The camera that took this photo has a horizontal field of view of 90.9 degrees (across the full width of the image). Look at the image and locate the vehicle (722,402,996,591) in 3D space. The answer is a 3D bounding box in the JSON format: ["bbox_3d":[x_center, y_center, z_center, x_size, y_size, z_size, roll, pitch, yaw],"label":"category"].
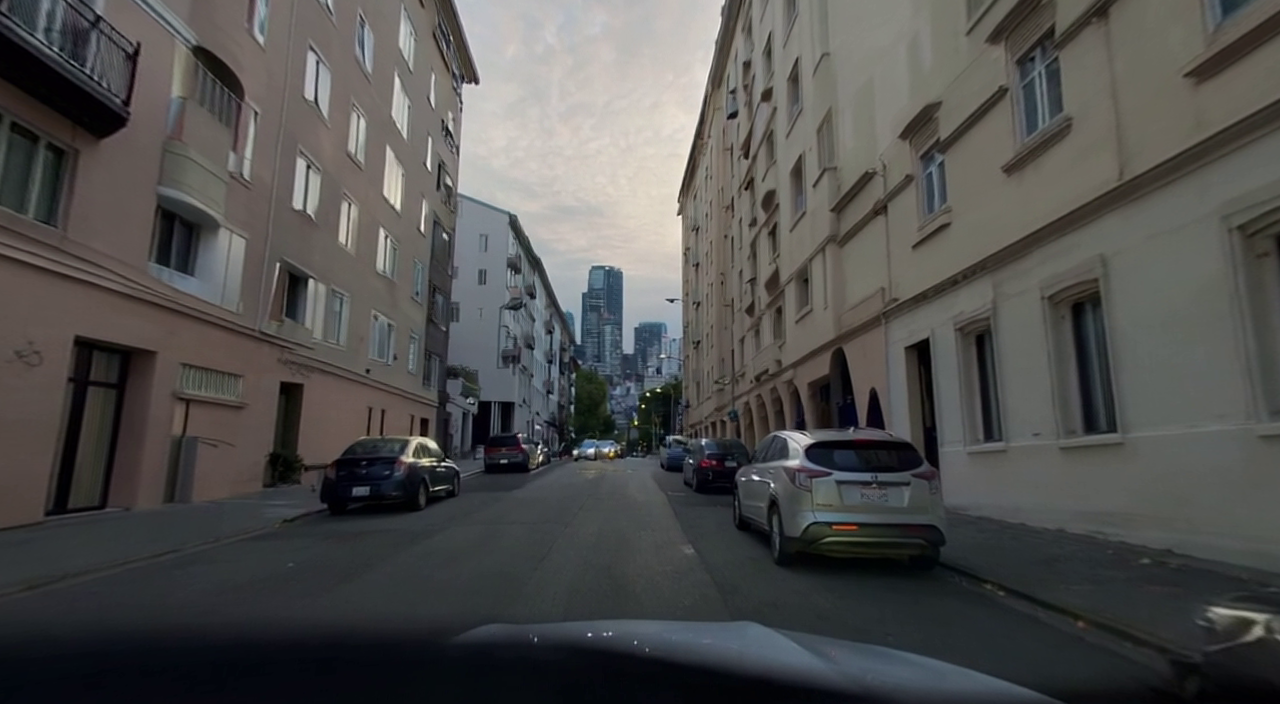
[{"bbox_3d":[2.227,1.560,7.673,1.839,1.678,3.918,0,-8,-1],"label":"vehicle"}]

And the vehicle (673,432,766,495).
[{"bbox_3d":[1.976,2.909,16.951,1.786,1.447,4.314,0,-8,-2],"label":"vehicle"}]

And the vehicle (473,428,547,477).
[{"bbox_3d":[-4.846,3.834,24.092,1.942,1.521,3.761,5,-9,0],"label":"vehicle"}]

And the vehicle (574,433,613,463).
[{"bbox_3d":[-2.468,5.174,34.106,1.845,1.544,3.388,0,-8,0],"label":"vehicle"}]

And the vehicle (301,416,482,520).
[{"bbox_3d":[-4.550,2.235,12.383,1.883,1.499,4.426,6,-10,-3],"label":"vehicle"}]
